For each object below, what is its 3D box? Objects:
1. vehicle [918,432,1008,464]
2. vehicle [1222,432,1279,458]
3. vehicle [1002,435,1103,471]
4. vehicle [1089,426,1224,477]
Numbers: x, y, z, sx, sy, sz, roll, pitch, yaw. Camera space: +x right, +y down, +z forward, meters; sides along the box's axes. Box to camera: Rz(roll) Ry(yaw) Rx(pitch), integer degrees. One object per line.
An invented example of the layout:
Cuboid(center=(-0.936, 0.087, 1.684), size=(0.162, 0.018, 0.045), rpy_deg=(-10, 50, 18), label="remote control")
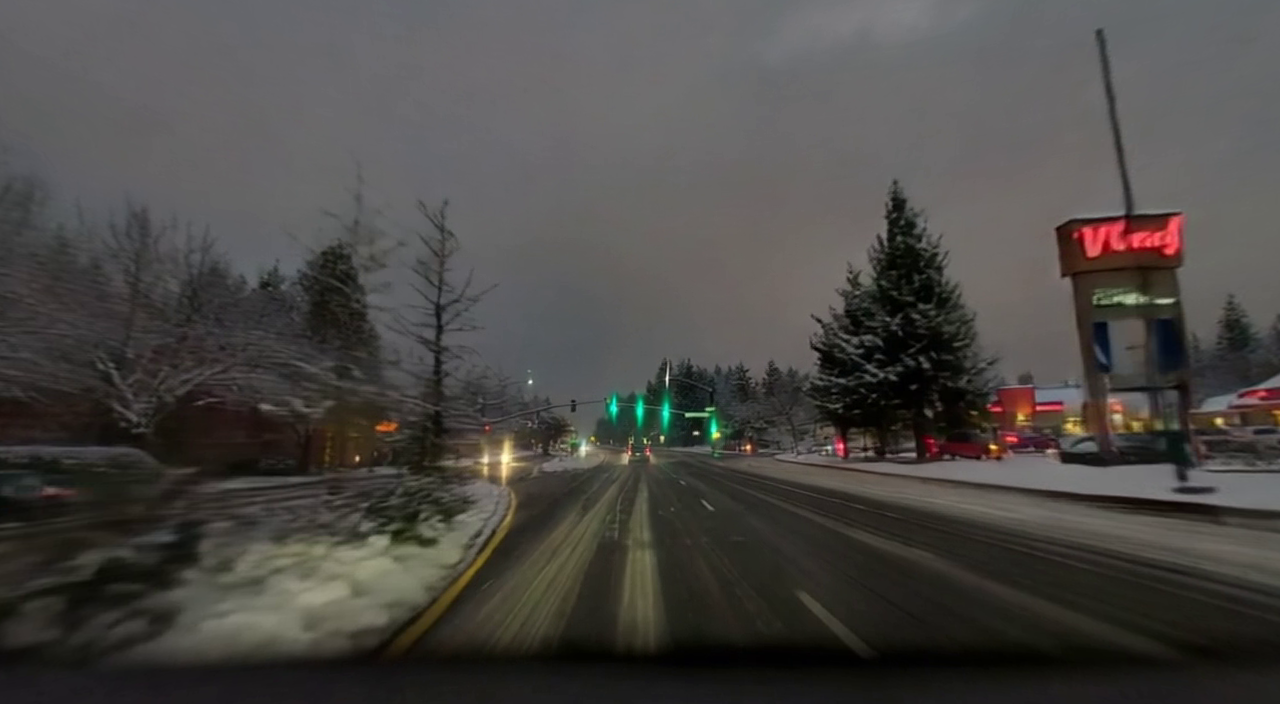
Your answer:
Cuboid(center=(20.231, 6.016, 39.579), size=(5.072, 1.887, 2.189), rpy_deg=(4, -10, -24), label="vehicle")
Cuboid(center=(37.888, 5.590, 38.154), size=(3.692, 1.467, 1.779), rpy_deg=(-1, -8, -2), label="vehicle")
Cuboid(center=(19.487, 4.758, 29.830), size=(4.238, 1.561, 1.922), rpy_deg=(4, -10, -25), label="vehicle")
Cuboid(center=(19.226, 3.692, 23.511), size=(4.630, 1.704, 2.063), rpy_deg=(4, -10, -27), label="vehicle")
